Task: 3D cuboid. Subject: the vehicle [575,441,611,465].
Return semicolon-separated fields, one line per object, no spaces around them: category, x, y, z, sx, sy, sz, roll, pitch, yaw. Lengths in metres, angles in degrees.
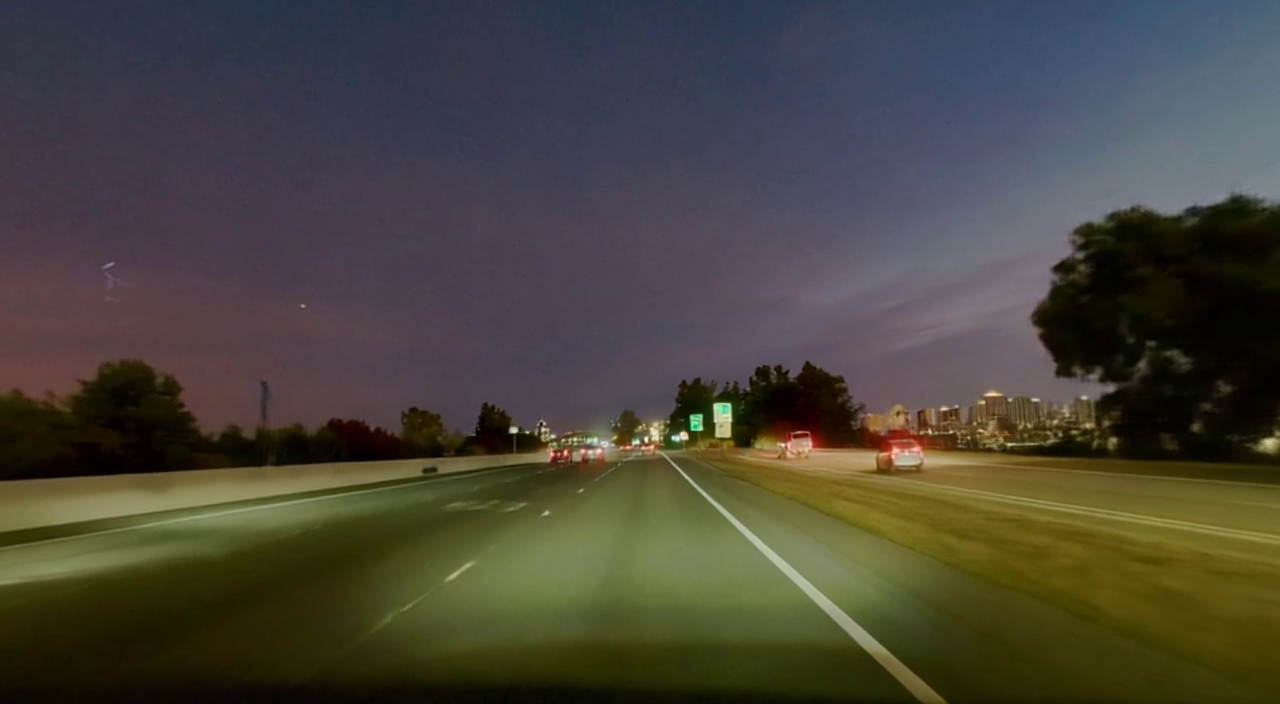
vehicle;-3.166;6.893;43.202;2.112;1.489;4.266;0;-8;0
